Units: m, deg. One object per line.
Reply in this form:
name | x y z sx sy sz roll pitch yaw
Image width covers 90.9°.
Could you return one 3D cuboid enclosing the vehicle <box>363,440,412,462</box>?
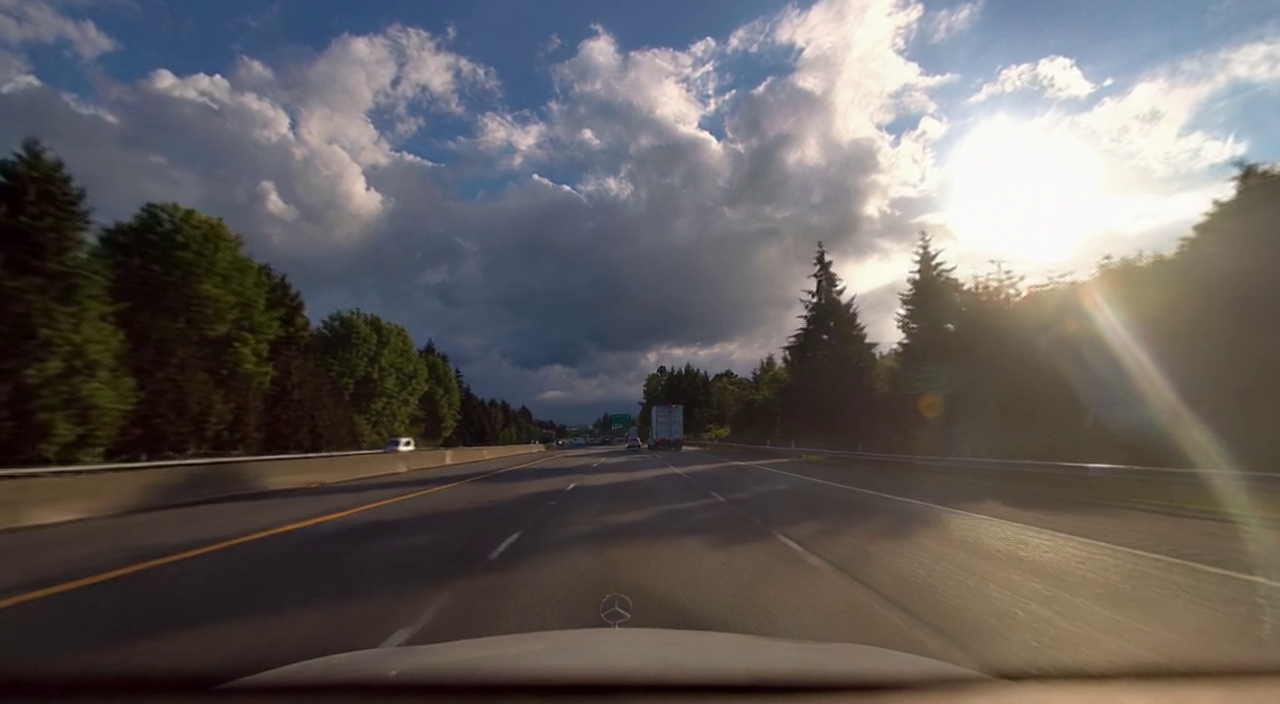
vehicle | -17.248 6.758 43.263 1.719 1.428 3.944 0 -8 -1
